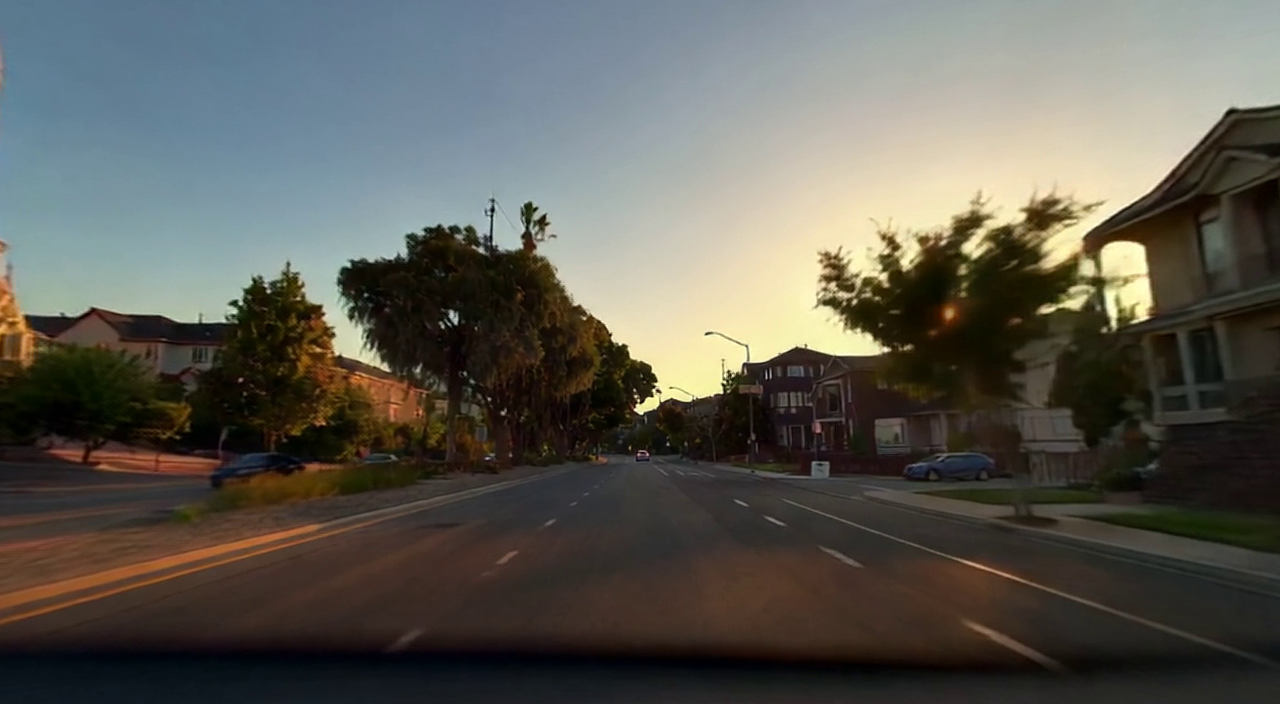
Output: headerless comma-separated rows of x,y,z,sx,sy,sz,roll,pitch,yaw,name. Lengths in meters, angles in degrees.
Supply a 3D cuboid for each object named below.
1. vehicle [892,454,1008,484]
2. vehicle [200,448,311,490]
15.947,6.017,32.695,4.913,1.470,2.045,0,-9,1,vehicle
-16.451,4.990,27.345,1.912,1.651,4.574,0,-9,0,vehicle
